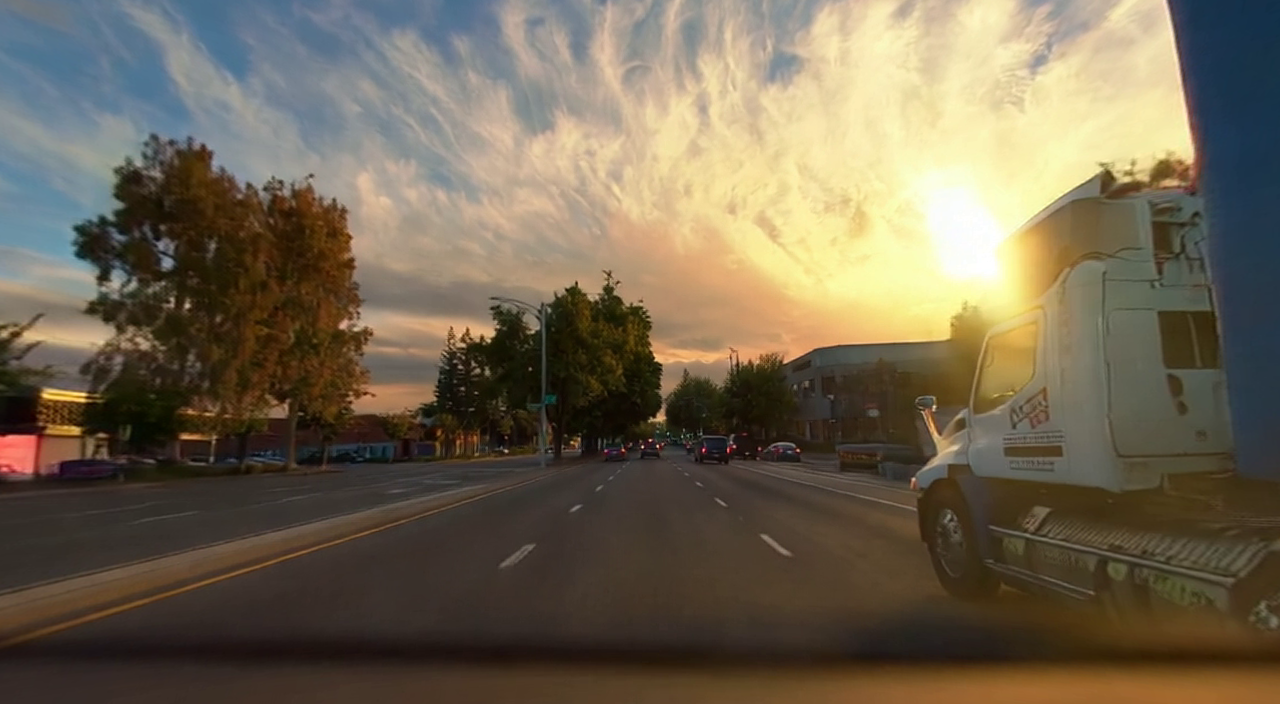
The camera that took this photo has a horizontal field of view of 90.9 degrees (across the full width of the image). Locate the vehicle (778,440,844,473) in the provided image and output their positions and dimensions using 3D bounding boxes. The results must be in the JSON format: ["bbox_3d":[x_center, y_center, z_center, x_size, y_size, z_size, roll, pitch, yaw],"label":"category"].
[{"bbox_3d":[8.326,5.115,31.085,2.006,1.484,4.289,-1,-8,0],"label":"vehicle"}]

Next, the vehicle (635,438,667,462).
[{"bbox_3d":[0.825,7.272,46.890,2.276,1.704,3.925,-1,-8,2],"label":"vehicle"}]

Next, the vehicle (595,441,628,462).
[{"bbox_3d":[-2.233,7.870,49.877,2.211,1.537,4.666,-1,-8,2],"label":"vehicle"}]

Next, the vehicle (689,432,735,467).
[{"bbox_3d":[4.220,5.800,37.639,2.196,1.908,4.412,-1,-8,0],"label":"vehicle"}]

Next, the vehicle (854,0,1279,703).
[{"bbox_3d":[3.610,-0.274,2.280,3.006,3.679,8.506,-1,-8,3],"label":"vehicle"}]
